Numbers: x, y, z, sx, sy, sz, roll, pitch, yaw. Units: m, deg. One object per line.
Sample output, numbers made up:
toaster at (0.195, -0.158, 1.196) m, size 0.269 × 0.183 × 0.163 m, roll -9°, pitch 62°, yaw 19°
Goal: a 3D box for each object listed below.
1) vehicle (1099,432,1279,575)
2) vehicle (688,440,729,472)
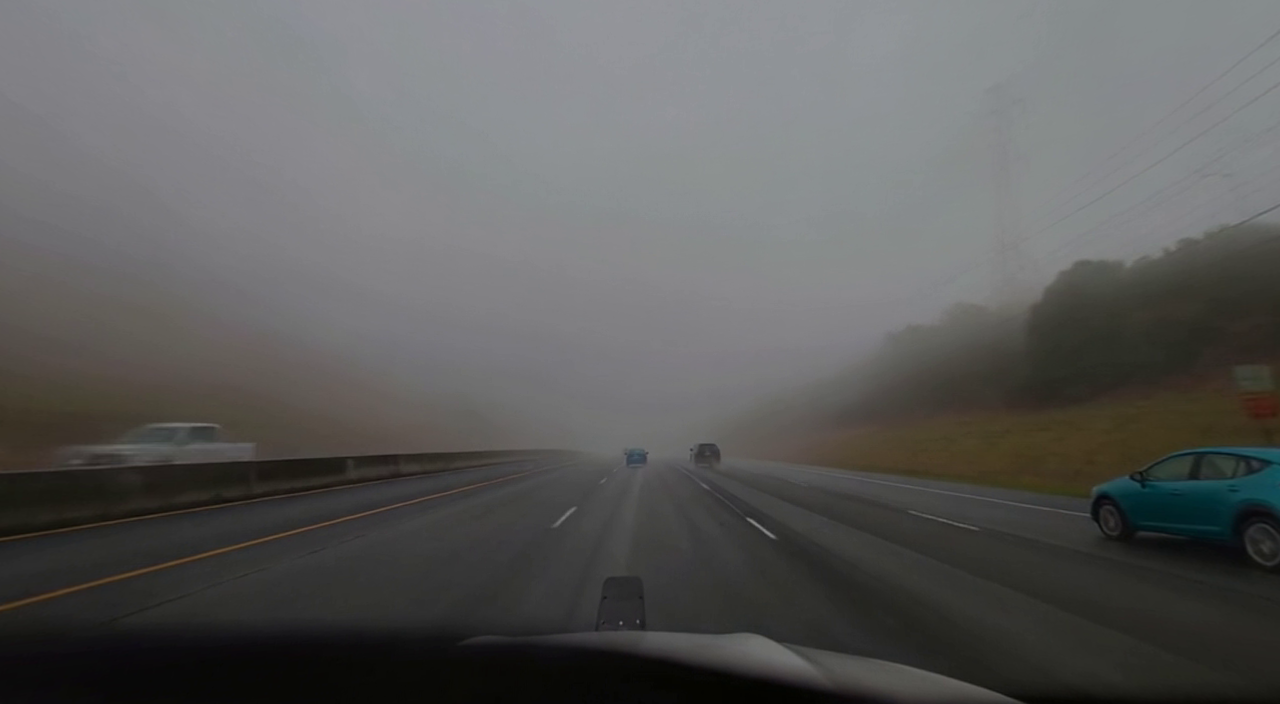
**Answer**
vehicle at (7.974, 1.698, 7.117) m, size 1.970 × 1.545 × 4.818 m, roll 0°, pitch -8°, yaw 0°
vehicle at (4.092, 6.313, 38.408) m, size 2.159 × 1.782 × 4.673 m, roll 0°, pitch -8°, yaw 2°
